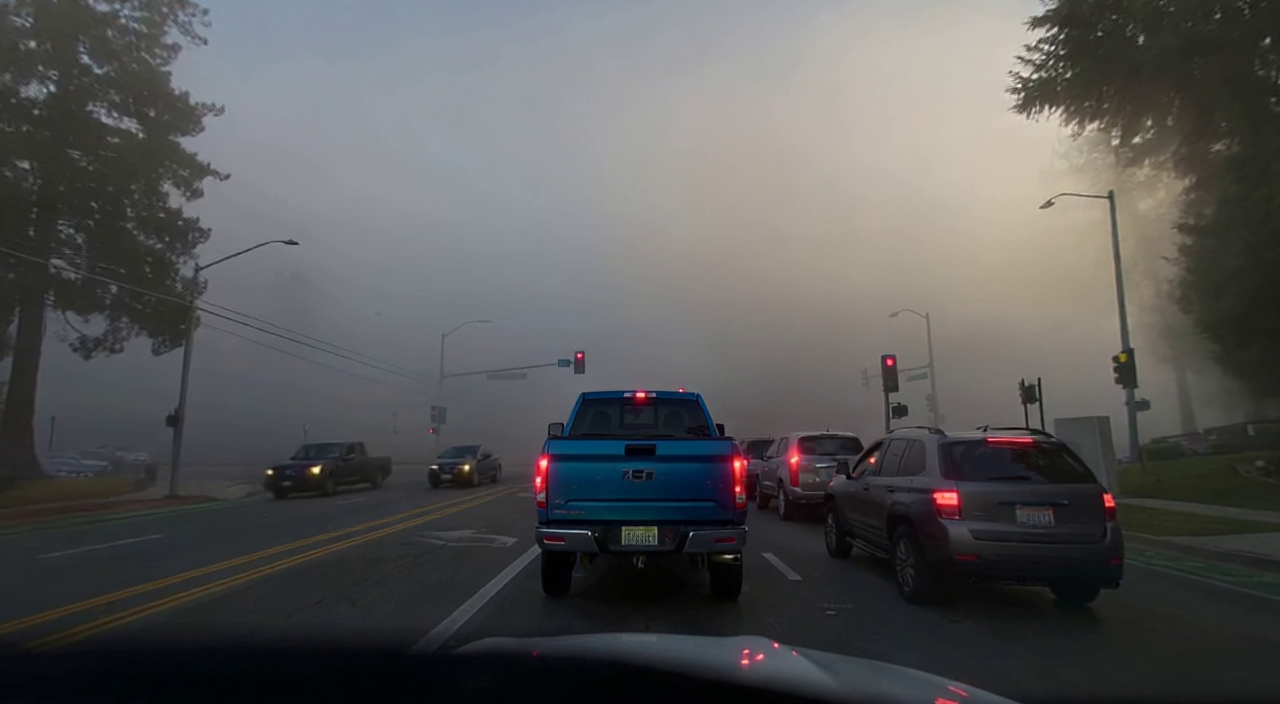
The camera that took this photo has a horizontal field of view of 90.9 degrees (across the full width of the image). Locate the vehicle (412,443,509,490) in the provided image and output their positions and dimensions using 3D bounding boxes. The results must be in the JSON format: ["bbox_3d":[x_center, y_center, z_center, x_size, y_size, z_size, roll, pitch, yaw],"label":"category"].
[{"bbox_3d":[-6.132,3.941,22.154,1.994,1.469,4.367,0,-8,2],"label":"vehicle"}]

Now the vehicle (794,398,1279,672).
[{"bbox_3d":[3.333,1.507,6.523,2.155,1.667,5.162,0,-8,0],"label":"vehicle"}]

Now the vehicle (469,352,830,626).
[{"bbox_3d":[0.086,1.395,7.424,2.636,2.011,5.425,0,-8,0],"label":"vehicle"}]

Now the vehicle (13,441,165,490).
[{"bbox_3d":[-21.751,4.464,25.206,2.062,1.764,4.508,0,-8,-2],"label":"vehicle"}]

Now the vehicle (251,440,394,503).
[{"bbox_3d":[-9.392,3.538,19.166,1.920,1.563,4.643,-3,-8,0],"label":"vehicle"}]
